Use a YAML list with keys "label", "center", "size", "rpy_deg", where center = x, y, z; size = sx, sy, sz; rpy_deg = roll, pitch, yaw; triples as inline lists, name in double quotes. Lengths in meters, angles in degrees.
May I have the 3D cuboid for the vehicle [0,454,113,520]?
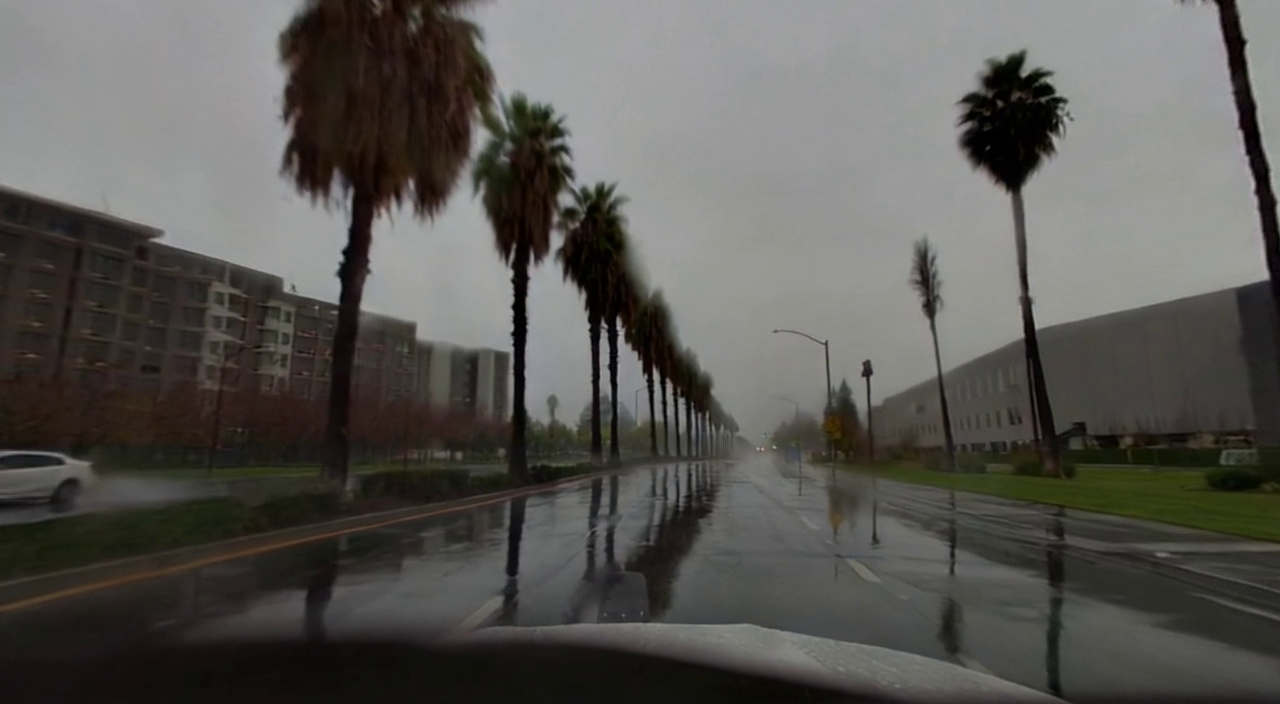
- label: "vehicle"
  center: [-15.726, 3.201, 14.896]
  size: [1.915, 1.490, 4.763]
  rpy_deg: [-1, -9, 8]
